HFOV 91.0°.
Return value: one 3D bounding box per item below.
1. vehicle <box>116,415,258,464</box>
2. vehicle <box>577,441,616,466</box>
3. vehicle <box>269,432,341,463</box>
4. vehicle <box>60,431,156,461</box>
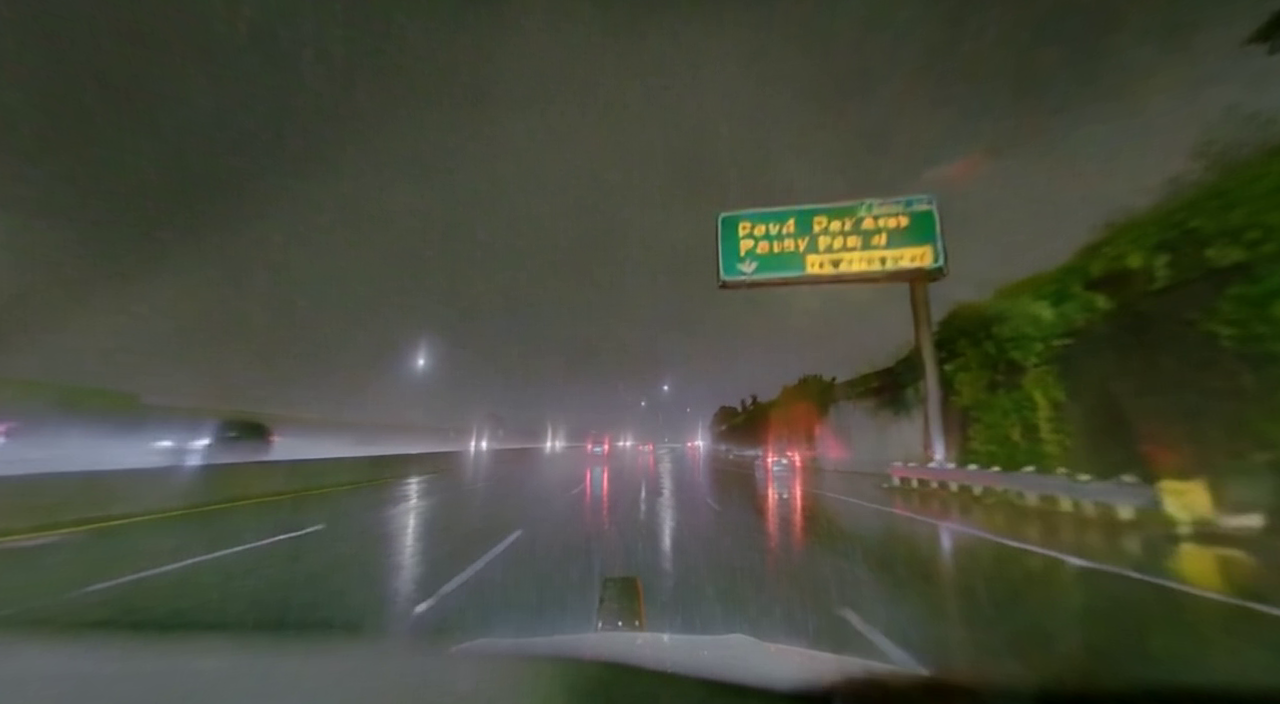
[{"bbox_3d":[-18.923,3.728,26.669,2.199,1.871,4.973,0,-8,1],"label":"vehicle"},{"bbox_3d":[-2.842,6.777,42.169,2.088,1.565,4.410,0,-8,2],"label":"vehicle"},{"bbox_3d":[-15.744,4.506,29.775,1.506,1.397,3.358,0,-8,1],"label":"vehicle"},{"bbox_3d":[-26.319,4.663,31.281,1.645,1.399,3.498,0,-8,1],"label":"vehicle"}]
